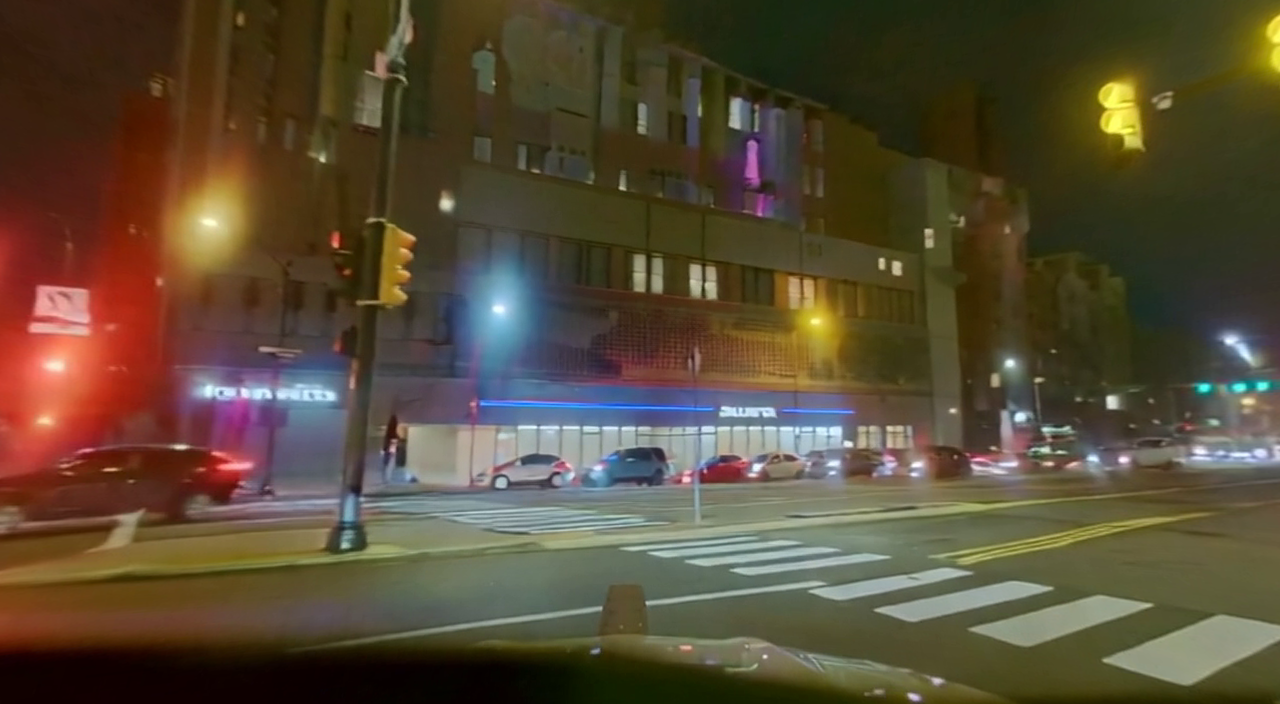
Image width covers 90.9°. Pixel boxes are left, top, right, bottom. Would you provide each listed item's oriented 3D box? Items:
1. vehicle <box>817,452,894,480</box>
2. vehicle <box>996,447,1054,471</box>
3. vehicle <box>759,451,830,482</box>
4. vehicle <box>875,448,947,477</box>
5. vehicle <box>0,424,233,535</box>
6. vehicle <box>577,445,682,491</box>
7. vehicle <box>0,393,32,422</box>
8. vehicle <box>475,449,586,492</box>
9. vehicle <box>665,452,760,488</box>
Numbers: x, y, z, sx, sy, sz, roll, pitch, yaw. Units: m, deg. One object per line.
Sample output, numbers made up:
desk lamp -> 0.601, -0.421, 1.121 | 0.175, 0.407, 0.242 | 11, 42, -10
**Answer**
vehicle -> 12.481, 6.546, 36.456 | 4.494, 1.481, 1.783 | 6, -10, -34
vehicle -> 28.890, 7.973, 47.242 | 4.574, 1.700, 1.911 | 6, -10, -34
vehicle -> 8.353, 6.157, 34.011 | 3.522, 1.546, 1.721 | 6, -10, -34
vehicle -> 16.974, 6.846, 39.465 | 4.502, 1.696, 1.884 | 6, -10, -33
vehicle -> -9.573, 2.061, 10.516 | 4.291, 1.606, 1.859 | 8, -12, -43
vehicle -> -0.431, 5.096, 28.073 | 4.289, 1.875, 1.963 | 6, -10, -35
vehicle -> -42.164, 3.680, 41.689 | 1.891, 1.706, 4.441 | 5, -10, -33
vehicle -> -4.367, 4.736, 25.506 | 4.035, 1.586, 1.738 | 6, -10, -34
vehicle -> 3.538, 5.653, 30.528 | 4.418, 1.556, 1.814 | 6, -10, -34
